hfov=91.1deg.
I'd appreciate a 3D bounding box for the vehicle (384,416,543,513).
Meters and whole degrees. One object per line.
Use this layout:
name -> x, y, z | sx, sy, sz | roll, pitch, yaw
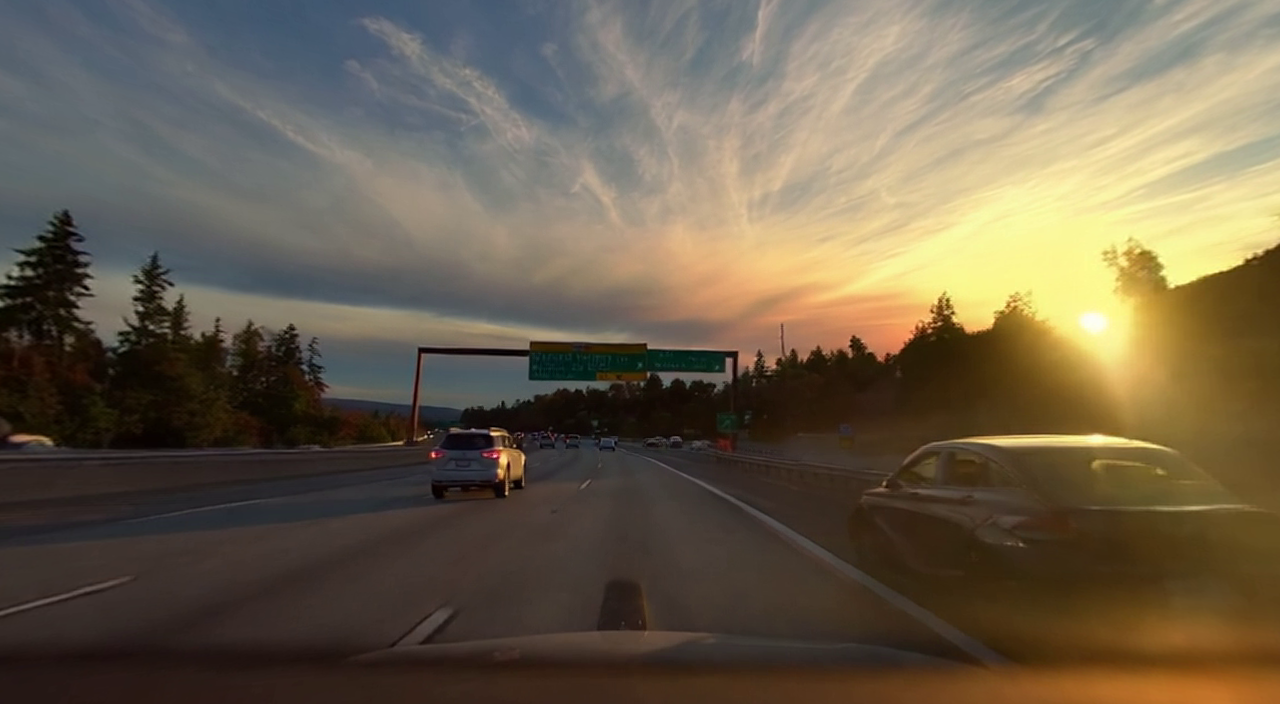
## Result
vehicle -> -3.681, 2.475, 14.245 | 2.142, 1.789, 5.009 | 0, -8, 0
